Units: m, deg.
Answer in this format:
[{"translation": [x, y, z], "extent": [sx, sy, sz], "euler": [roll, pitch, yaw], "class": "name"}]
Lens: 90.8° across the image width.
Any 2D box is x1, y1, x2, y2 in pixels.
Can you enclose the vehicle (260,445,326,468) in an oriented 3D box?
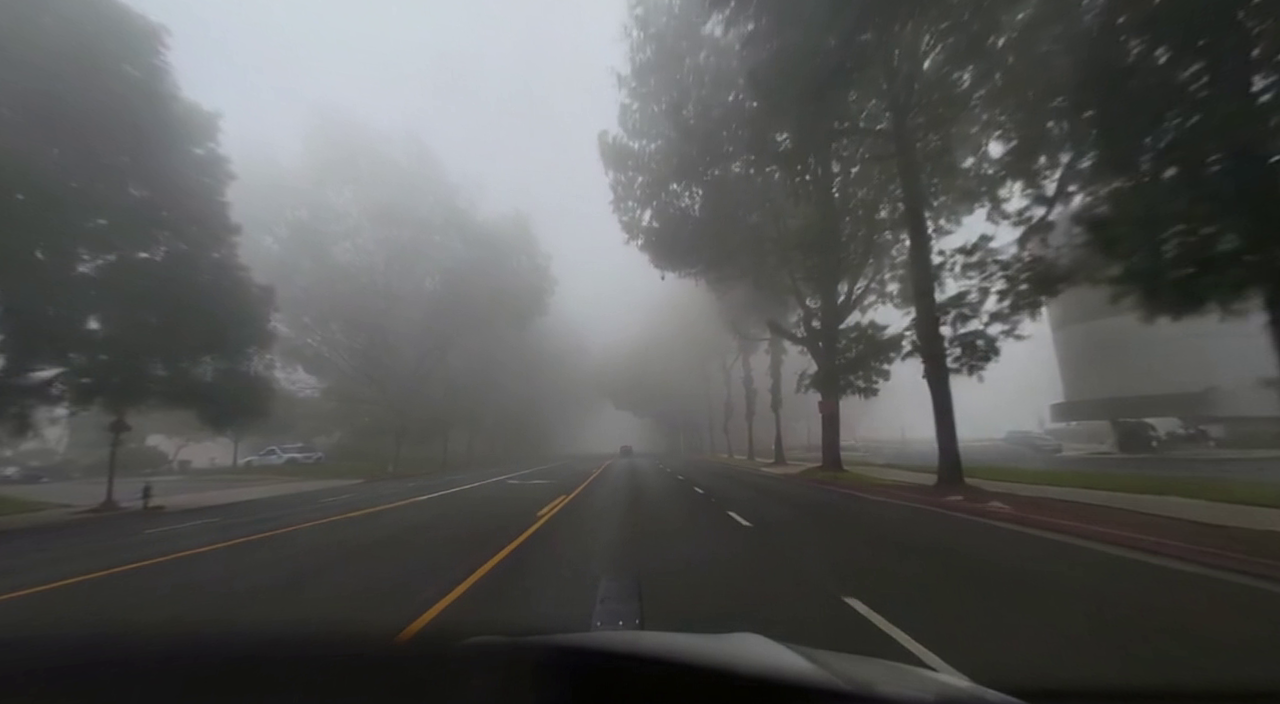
[{"translation": [-23.908, 7.195, 43.598], "extent": [3.548, 1.544, 1.641], "euler": [0, -8, 1], "class": "vehicle"}]
